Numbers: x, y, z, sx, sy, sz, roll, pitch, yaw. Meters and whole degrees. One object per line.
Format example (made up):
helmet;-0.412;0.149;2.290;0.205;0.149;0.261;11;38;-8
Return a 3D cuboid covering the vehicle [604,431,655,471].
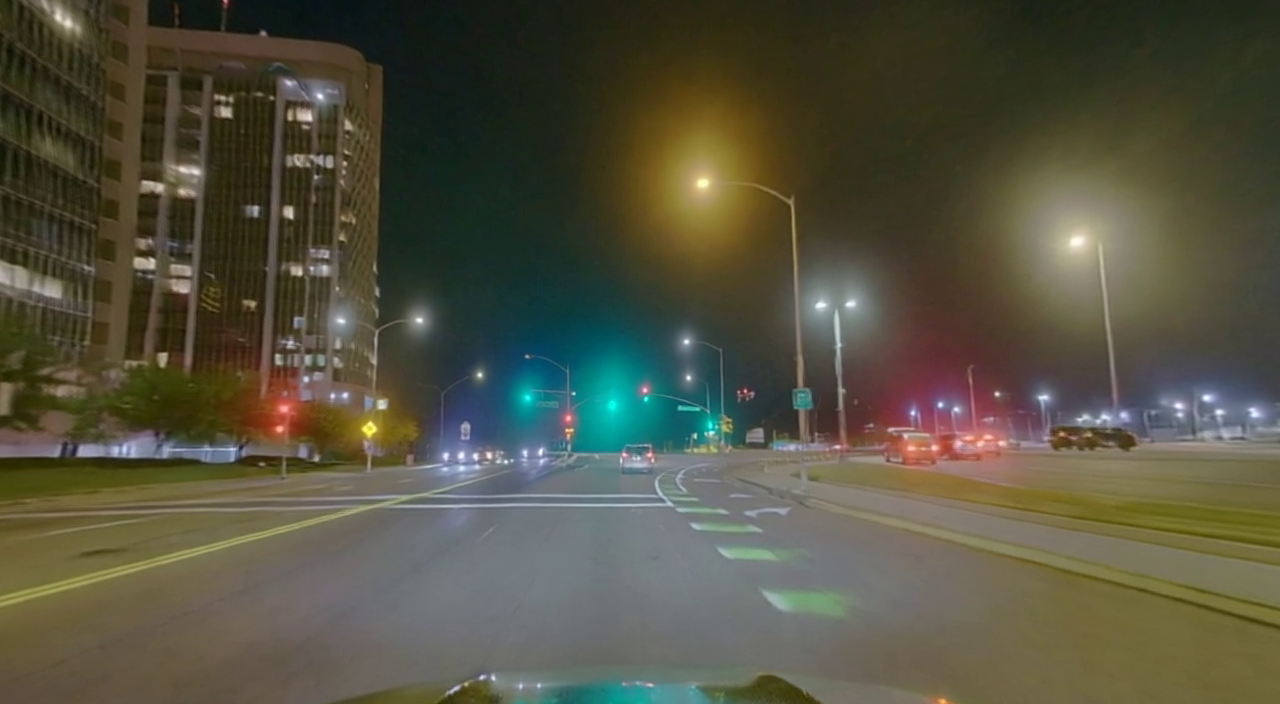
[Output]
vehicle;-0.443;4.894;31.283;2.230;1.827;4.298;0;-8;3

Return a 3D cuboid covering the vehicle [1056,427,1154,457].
vehicle;29.055;5.651;39.602;4.504;1.759;1.955;0;-8;3

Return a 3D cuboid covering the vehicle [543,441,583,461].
vehicle;-5.990;7.803;49.764;1.939;1.484;4.645;-1;-9;8

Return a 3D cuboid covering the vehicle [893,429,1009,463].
vehicle;14.625;4.442;29.927;4.486;1.494;1.802;0;-9;5
